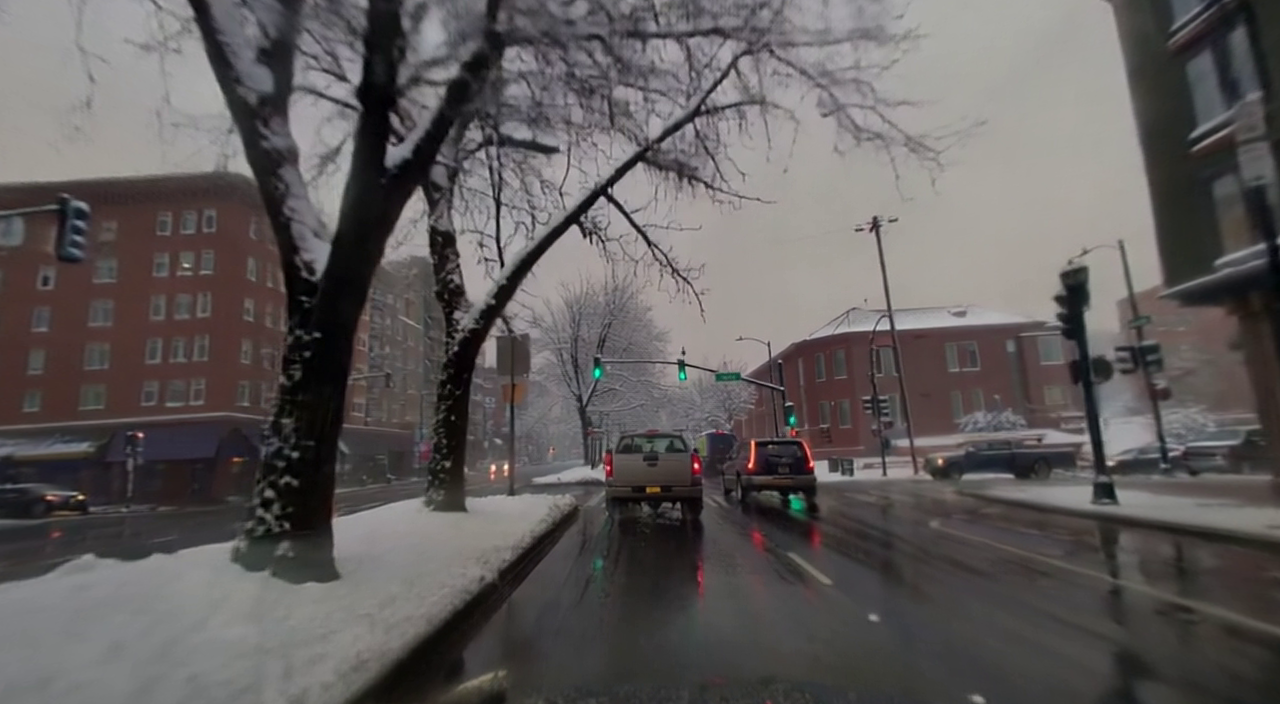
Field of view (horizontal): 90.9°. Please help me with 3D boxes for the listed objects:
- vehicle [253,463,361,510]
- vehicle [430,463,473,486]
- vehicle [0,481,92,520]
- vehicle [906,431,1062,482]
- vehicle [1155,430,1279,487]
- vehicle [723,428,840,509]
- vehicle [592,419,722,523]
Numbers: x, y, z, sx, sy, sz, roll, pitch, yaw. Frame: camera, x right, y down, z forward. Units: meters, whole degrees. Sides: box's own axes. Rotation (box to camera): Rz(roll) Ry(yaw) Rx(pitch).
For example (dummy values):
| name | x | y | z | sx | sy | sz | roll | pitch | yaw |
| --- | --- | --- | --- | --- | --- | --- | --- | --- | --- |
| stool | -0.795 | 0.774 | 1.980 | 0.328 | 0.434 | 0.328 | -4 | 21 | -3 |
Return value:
| name | x | y | z | sx | sy | sz | roll | pitch | yaw |
| --- | --- | --- | --- | --- | --- | --- | --- | --- | --- |
| vehicle | -13.582 | 5.471 | 26.059 | 2.035 | 1.619 | 4.327 | 0 | -9 | 1 |
| vehicle | -13.999 | 9.152 | 47.169 | 1.856 | 1.521 | 4.309 | 0 | -9 | 0 |
| vehicle | -27.716 | 6.796 | 28.921 | 3.416 | 1.466 | 1.840 | 1 | -7 | 0 |
| vehicle | 14.183 | 4.362 | 26.324 | 5.156 | 2.005 | 2.122 | -1 | -9 | 6 |
| vehicle | 18.837 | 3.250 | 19.371 | 4.248 | 1.642 | 1.961 | 0 | -9 | 0 |
| vehicle | 3.362 | 2.864 | 15.868 | 1.939 | 1.746 | 4.091 | 0 | -9 | -1 |
| vehicle | 0.283 | 2.344 | 12.869 | 2.209 | 1.748 | 4.130 | 0 | -9 | 0 |
